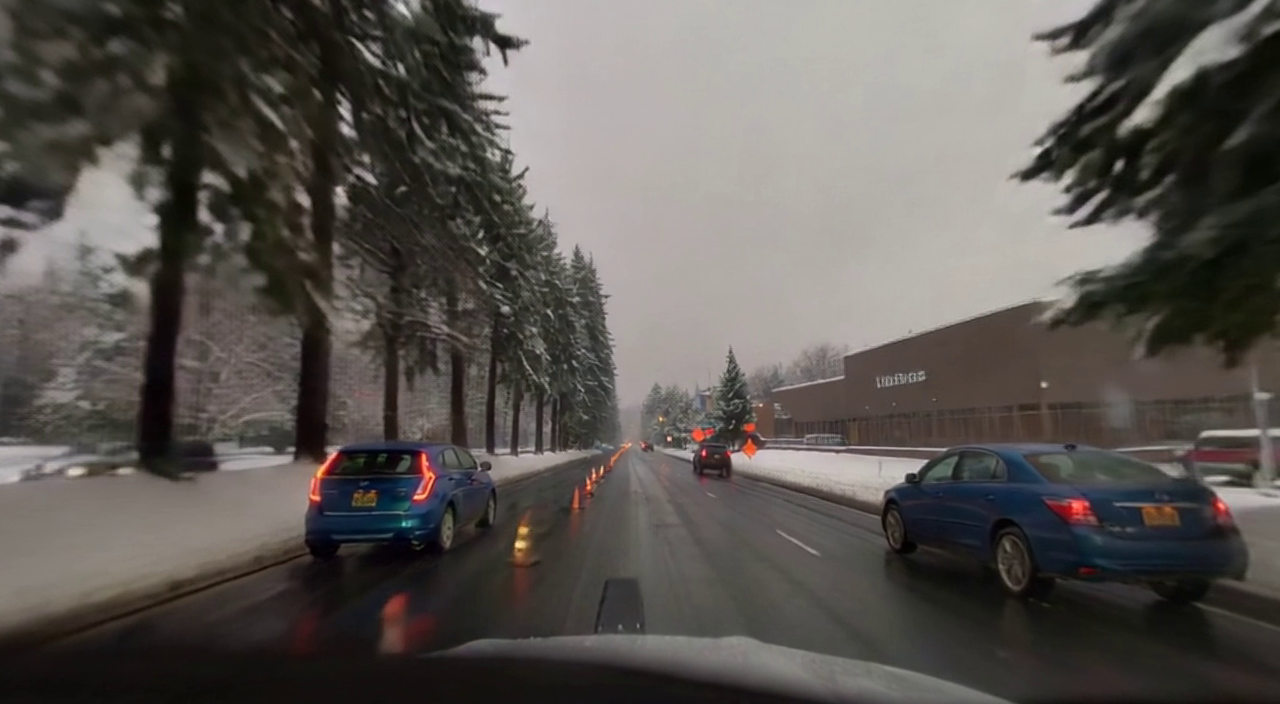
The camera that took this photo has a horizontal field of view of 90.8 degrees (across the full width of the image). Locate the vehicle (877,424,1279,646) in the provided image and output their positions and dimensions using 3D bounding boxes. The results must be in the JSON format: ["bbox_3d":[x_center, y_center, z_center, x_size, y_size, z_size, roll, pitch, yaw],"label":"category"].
[{"bbox_3d":[4.034,1.537,6.250,1.827,1.491,3.743,0,-9,-1],"label":"vehicle"}]

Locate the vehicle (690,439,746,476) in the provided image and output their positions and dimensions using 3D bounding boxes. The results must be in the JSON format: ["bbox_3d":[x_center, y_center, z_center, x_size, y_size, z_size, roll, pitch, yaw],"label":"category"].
[{"bbox_3d":[3.950,5.465,32.931,2.159,1.793,4.735,0,-9,-2],"label":"vehicle"}]

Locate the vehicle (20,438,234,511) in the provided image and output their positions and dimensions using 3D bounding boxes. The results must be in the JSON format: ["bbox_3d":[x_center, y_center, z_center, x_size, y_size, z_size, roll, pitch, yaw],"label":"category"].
[{"bbox_3d":[-14.399,3.430,18.249,2.100,1.812,4.798,0,-9,0],"label":"vehicle"}]

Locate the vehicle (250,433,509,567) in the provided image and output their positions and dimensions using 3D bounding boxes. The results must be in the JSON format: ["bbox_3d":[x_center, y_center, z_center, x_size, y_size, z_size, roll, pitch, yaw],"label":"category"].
[{"bbox_3d":[-3.343,1.966,9.157,2.020,1.474,4.098,0,-9,0],"label":"vehicle"}]
